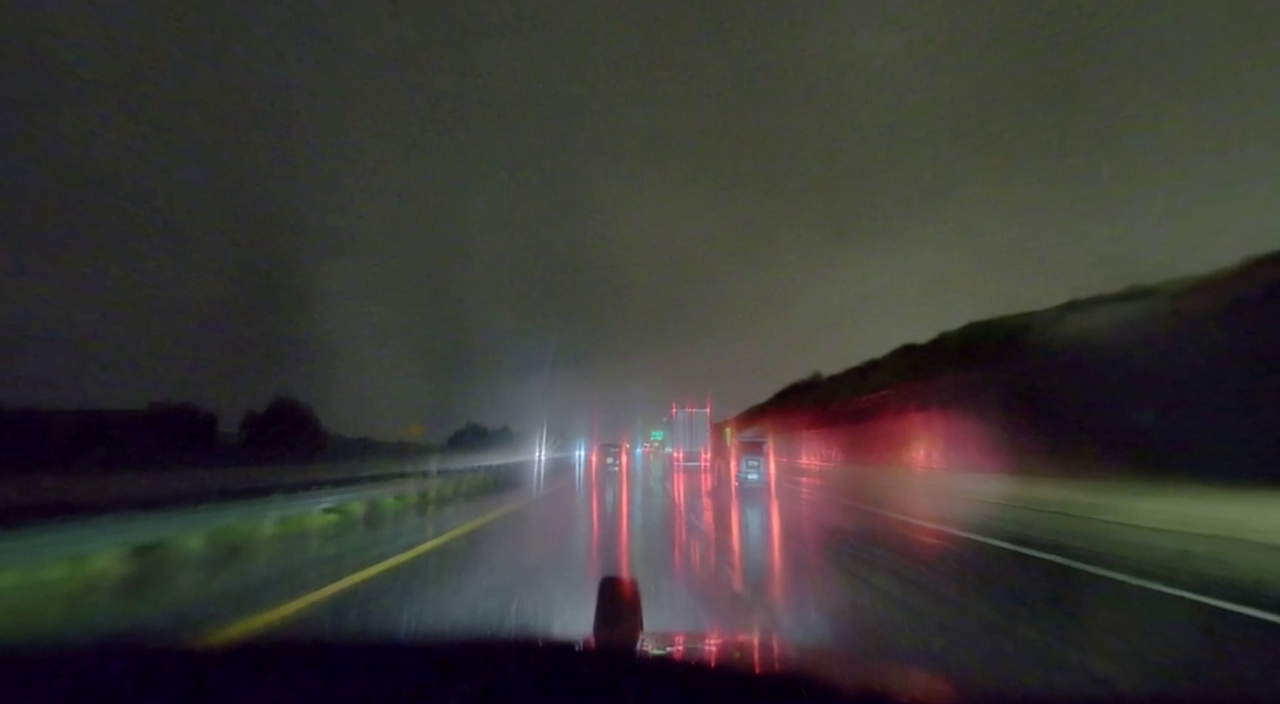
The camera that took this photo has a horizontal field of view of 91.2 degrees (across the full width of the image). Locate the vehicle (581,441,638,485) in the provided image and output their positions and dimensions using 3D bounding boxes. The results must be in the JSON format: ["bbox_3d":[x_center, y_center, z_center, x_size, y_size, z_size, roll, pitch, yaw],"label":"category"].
[{"bbox_3d":[-1.170,4.637,26.446,2.181,1.653,4.691,0,-9,0],"label":"vehicle"}]

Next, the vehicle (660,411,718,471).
[{"bbox_3d":[3.403,6.680,46.537,3.143,3.880,10.117,0,-9,-2],"label":"vehicle"}]

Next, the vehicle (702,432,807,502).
[{"bbox_3d":[3.111,3.244,18.012,2.230,1.715,4.243,0,-9,0],"label":"vehicle"}]
